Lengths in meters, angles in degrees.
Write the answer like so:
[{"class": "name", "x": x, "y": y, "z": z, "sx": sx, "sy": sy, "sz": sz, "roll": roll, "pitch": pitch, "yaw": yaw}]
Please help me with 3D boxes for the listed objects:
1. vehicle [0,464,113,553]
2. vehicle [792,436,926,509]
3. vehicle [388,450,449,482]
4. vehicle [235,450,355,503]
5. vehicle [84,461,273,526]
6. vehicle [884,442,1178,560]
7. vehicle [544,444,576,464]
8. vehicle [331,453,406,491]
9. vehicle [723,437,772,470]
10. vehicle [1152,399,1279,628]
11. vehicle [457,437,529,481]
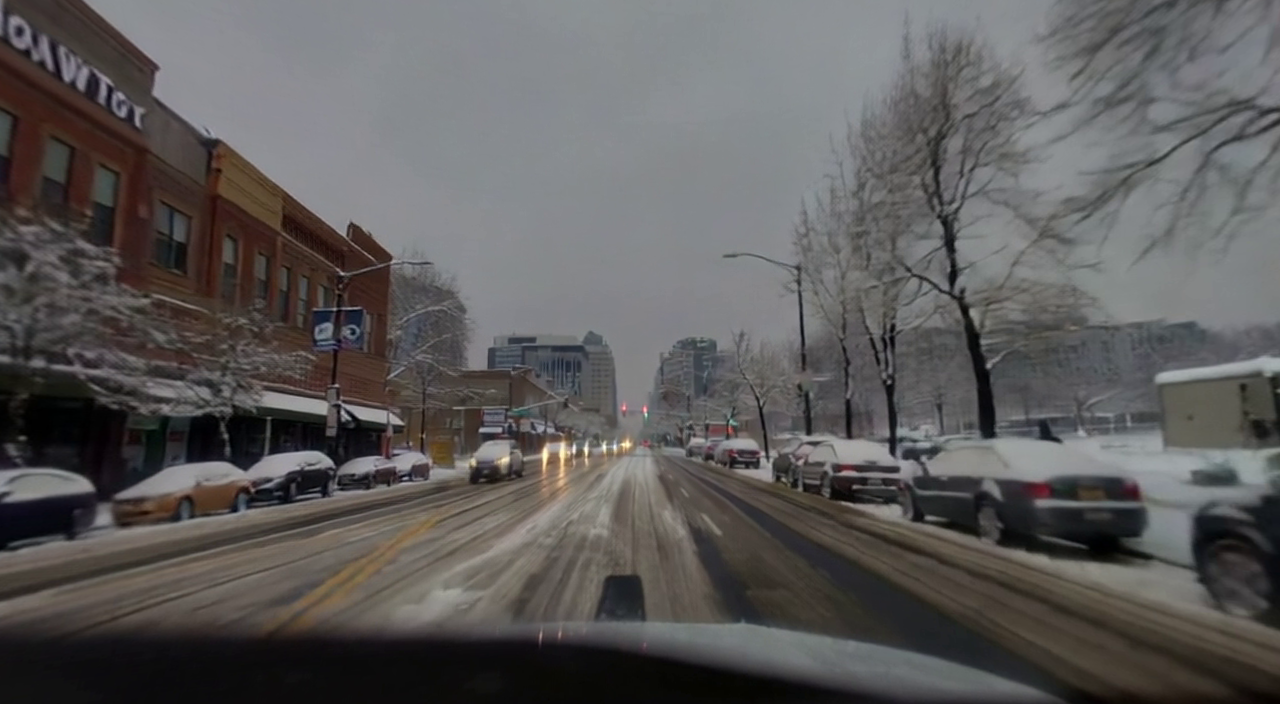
[{"class": "vehicle", "x": -12.479, "y": 2.920, "z": 11.745, "sx": 1.800, "sy": 1.532, "sz": 4.110, "roll": 0, "pitch": -8, "yaw": 0}, {"class": "vehicle", "x": 5.562, "y": 3.092, "z": 16.725, "sx": 1.899, "sy": 1.642, "sz": 4.463, "roll": 0, "pitch": -9, "yaw": 0}, {"class": "vehicle", "x": -12.178, "y": 6.261, "z": 35.033, "sx": 1.894, "sy": 1.654, "sz": 3.944, "roll": 0, "pitch": -8, "yaw": 0}, {"class": "vehicle", "x": -12.015, "y": 4.307, "z": 22.351, "sx": 1.834, "sy": 1.643, "sz": 4.110, "roll": 0, "pitch": -8, "yaw": 1}, {"class": "vehicle", "x": -12.525, "y": 3.820, "z": 17.599, "sx": 1.868, "sy": 1.418, "sz": 4.415, "roll": -2, "pitch": -9, "yaw": 2}, {"class": "vehicle", "x": 5.844, "y": 2.225, "z": 10.299, "sx": 1.787, "sy": 1.463, "sz": 4.506, "roll": 0, "pitch": -8, "yaw": -2}, {"class": "vehicle", "x": -6.255, "y": 8.005, "z": 49.780, "sx": 1.898, "sy": 1.532, "sz": 4.337, "roll": 0, "pitch": -8, "yaw": 1}, {"class": "vehicle", "x": -12.468, "y": 5.519, "z": 29.297, "sx": 1.774, "sy": 1.570, "sz": 3.900, "roll": 0, "pitch": -8, "yaw": -1}, {"class": "vehicle", "x": 6.040, "y": 5.785, "z": 36.128, "sx": 2.047, "sy": 1.720, "sz": 4.353, "roll": 0, "pitch": -9, "yaw": 0}, {"class": "vehicle", "x": 6.004, "y": 1.078, "z": 3.737, "sx": 1.991, "sy": 1.771, "sz": 4.604, "roll": 0, "pitch": -9, "yaw": -1}, {"class": "vehicle", "x": -6.371, "y": 4.700, "z": 27.966, "sx": 2.095, "sy": 1.759, "sz": 4.413, "roll": 0, "pitch": -8, "yaw": 1}]
